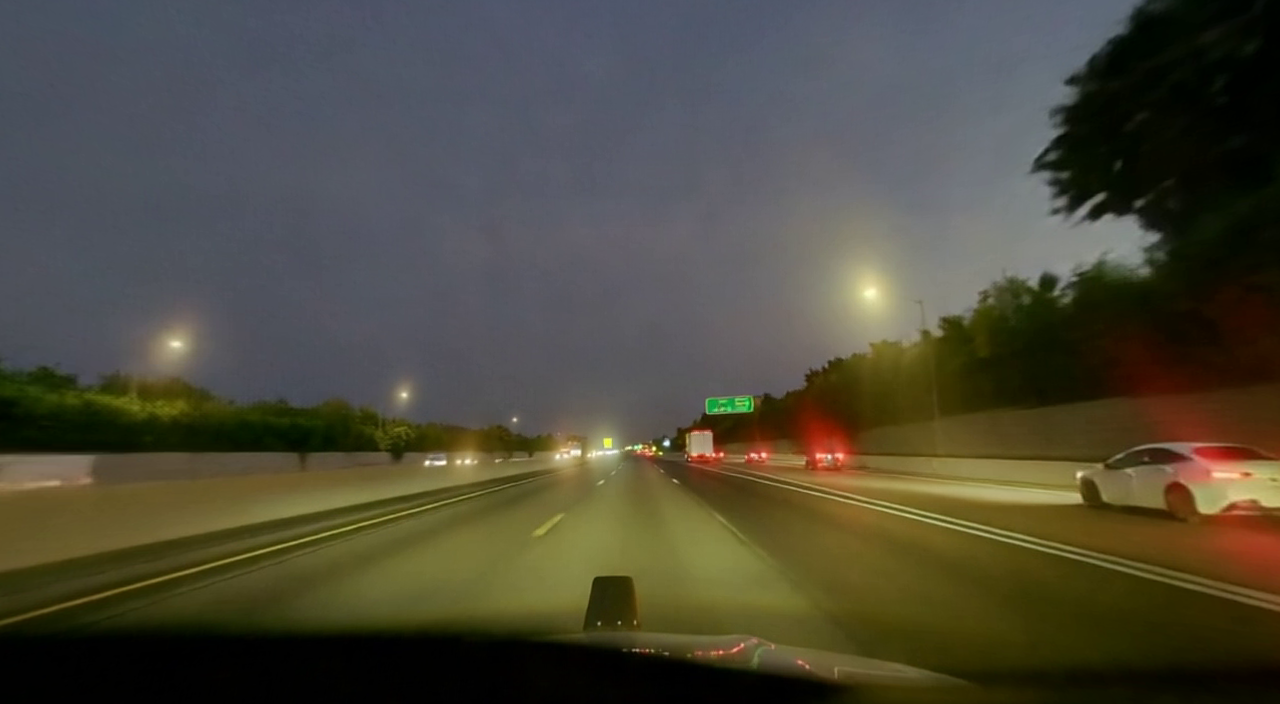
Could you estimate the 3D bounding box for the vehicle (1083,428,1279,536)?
[{"bbox_3d":[10.740,2.249,11.348,1.950,1.632,4.845,0,-9,1],"label":"vehicle"}]
